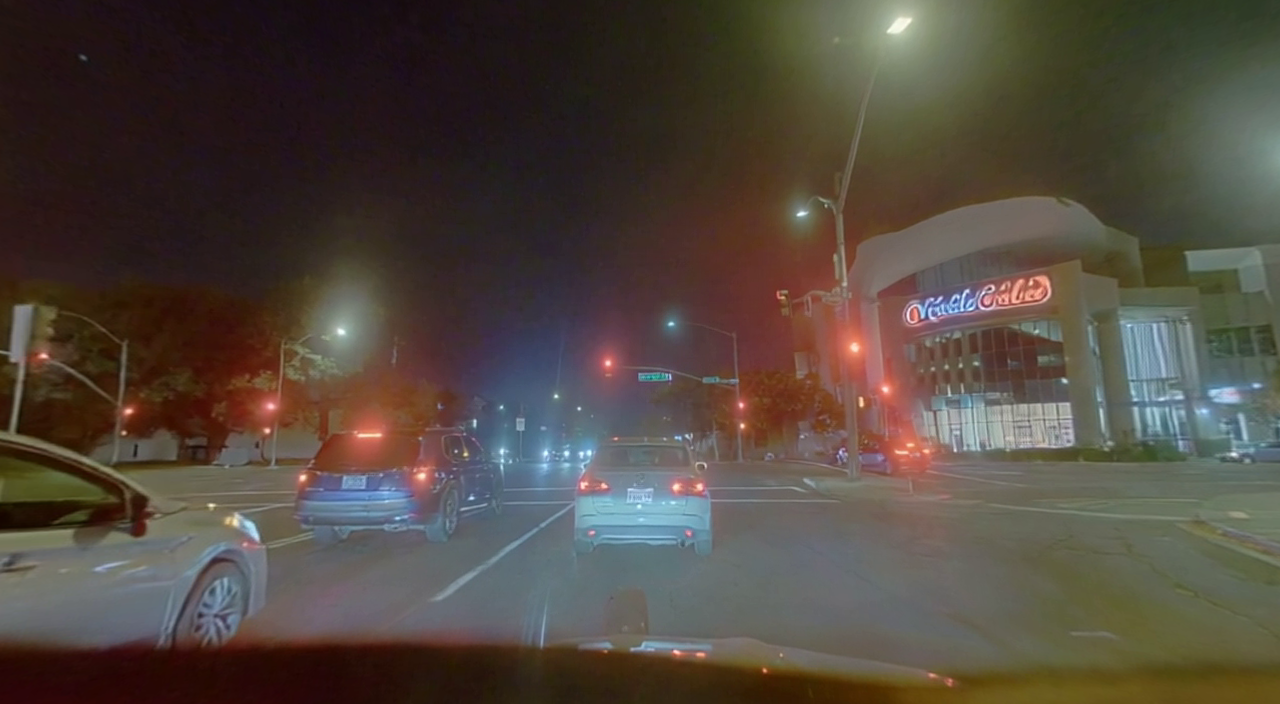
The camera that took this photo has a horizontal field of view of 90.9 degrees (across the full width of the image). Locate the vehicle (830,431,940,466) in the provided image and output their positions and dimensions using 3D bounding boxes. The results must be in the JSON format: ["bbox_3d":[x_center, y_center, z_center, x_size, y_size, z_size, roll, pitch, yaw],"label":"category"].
[{"bbox_3d":[12.960,5.128,33.593,5.032,1.762,1.982,0,-8,0],"label":"vehicle"}]

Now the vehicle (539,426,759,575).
[{"bbox_3d":[0.174,1.820,8.501,2.258,1.507,3.896,-1,-8,3],"label":"vehicle"}]

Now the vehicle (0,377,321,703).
[{"bbox_3d":[-3.330,0.860,2.277,2.029,1.517,4.375,0,-8,0],"label":"vehicle"}]

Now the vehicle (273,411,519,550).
[{"bbox_3d":[-3.443,1.899,9.974,2.009,1.704,4.230,-1,-8,3],"label":"vehicle"}]
